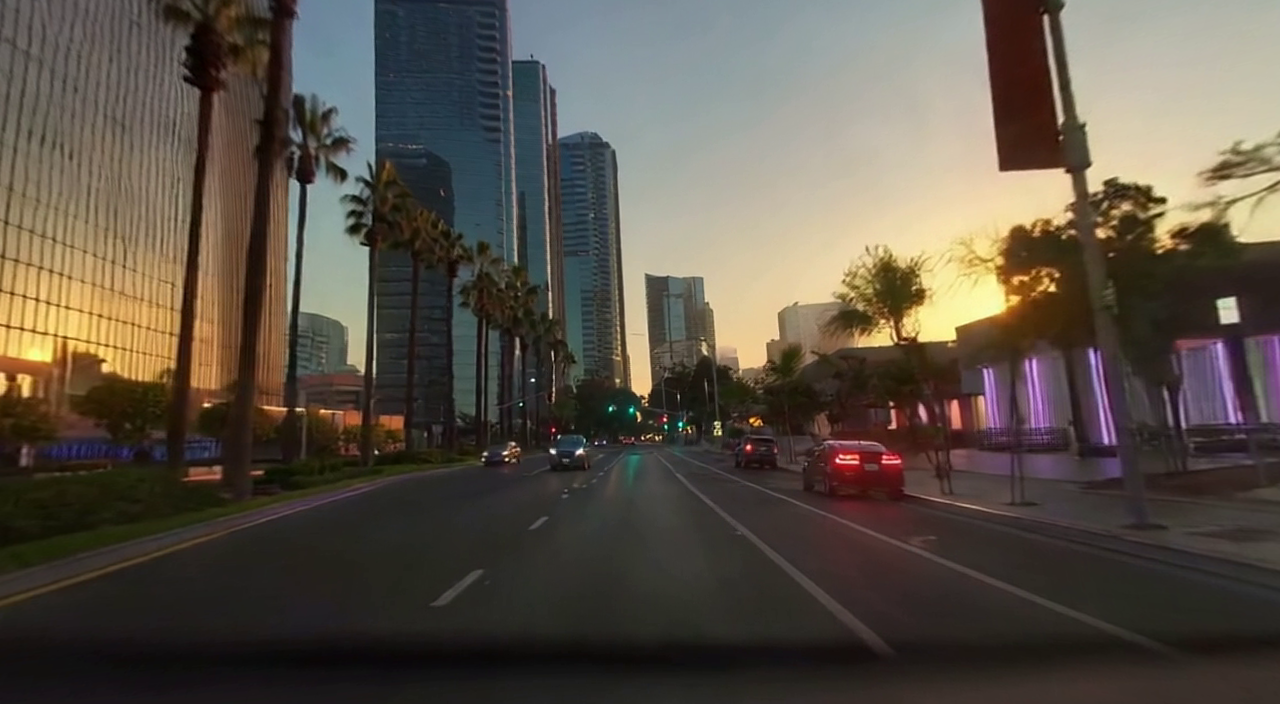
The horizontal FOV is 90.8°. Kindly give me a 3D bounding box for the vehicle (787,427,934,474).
[{"bbox_3d":[8.461,3.838,24.620,4.871,1.708,2.144,0,-8,-2],"label":"vehicle"}]
